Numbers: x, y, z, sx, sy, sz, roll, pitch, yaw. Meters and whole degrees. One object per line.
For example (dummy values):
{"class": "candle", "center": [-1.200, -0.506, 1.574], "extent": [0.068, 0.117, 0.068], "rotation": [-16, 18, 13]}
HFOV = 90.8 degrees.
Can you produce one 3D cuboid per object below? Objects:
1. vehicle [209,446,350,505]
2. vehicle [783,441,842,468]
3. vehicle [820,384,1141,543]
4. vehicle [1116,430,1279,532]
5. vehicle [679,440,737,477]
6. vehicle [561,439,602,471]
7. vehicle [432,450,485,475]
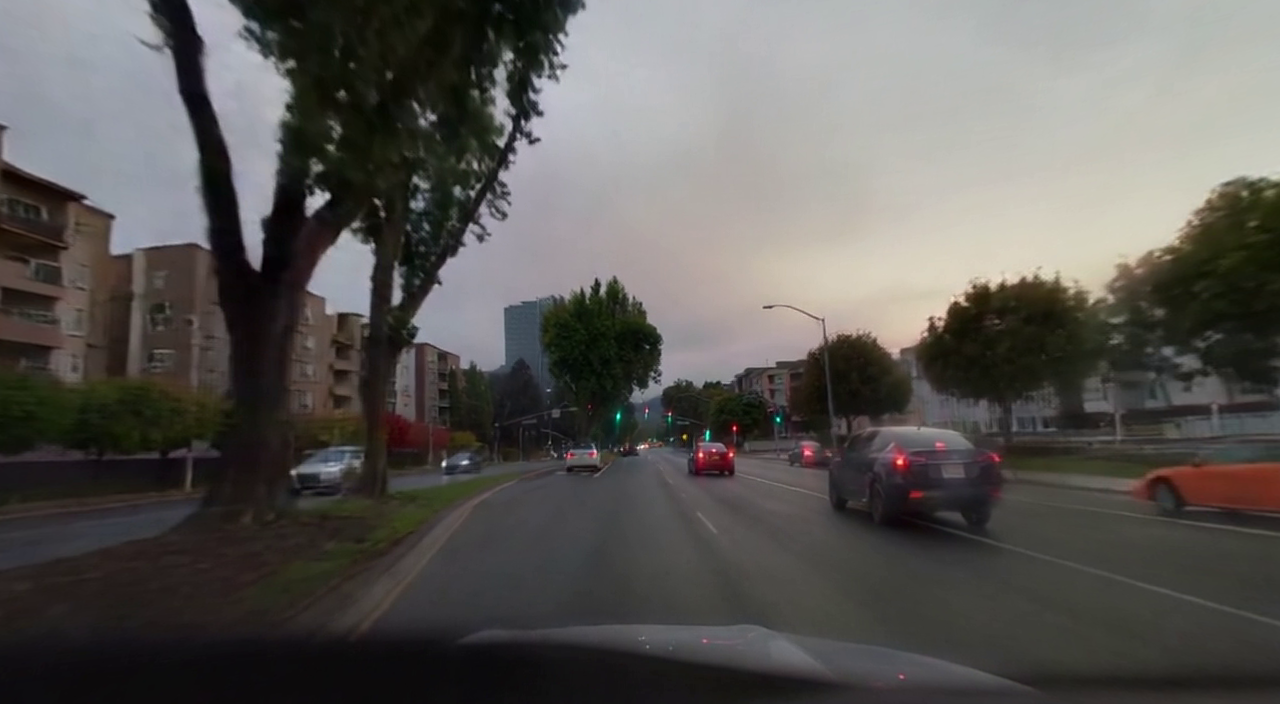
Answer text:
{"class": "vehicle", "center": [-11.971, 4.078, 21.449], "extent": [2.027, 1.736, 4.694], "rotation": [0, -8, -1]}
{"class": "vehicle", "center": [10.004, 5.967, 37.043], "extent": [2.014, 1.480, 4.783], "rotation": [0, -8, -1]}
{"class": "vehicle", "center": [5.176, 1.845, 11.010], "extent": [2.427, 2.017, 5.763], "rotation": [0, -8, 1]}
{"class": "vehicle", "center": [10.085, 1.953, 9.740], "extent": [2.004, 1.437, 4.500], "rotation": [0, -8, 1]}
{"class": "vehicle", "center": [2.898, 4.678, 27.955], "extent": [2.003, 1.480, 4.494], "rotation": [0, -8, -1]}
{"class": "vehicle", "center": [-3.259, 5.836, 36.063], "extent": [2.065, 1.716, 4.265], "rotation": [0, -8, -2]}
{"class": "vehicle", "center": [-11.767, 7.188, 41.291], "extent": [2.028, 1.490, 4.475], "rotation": [0, -8, 1]}
